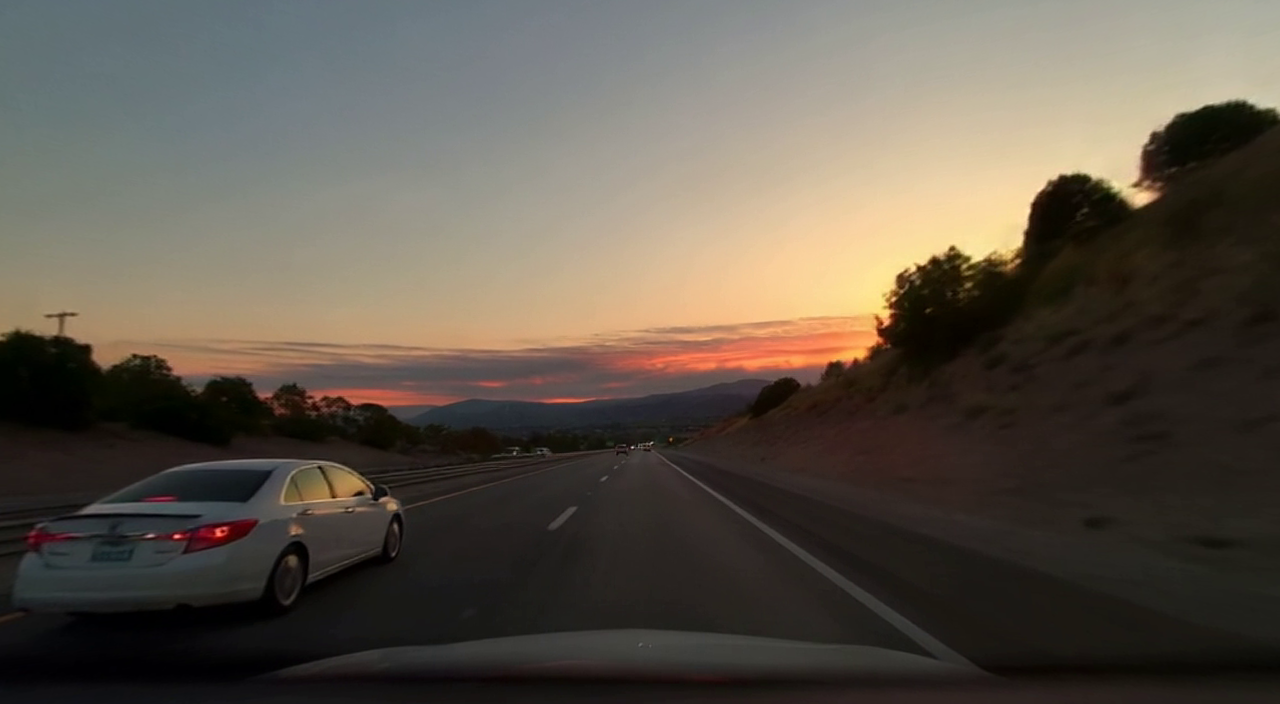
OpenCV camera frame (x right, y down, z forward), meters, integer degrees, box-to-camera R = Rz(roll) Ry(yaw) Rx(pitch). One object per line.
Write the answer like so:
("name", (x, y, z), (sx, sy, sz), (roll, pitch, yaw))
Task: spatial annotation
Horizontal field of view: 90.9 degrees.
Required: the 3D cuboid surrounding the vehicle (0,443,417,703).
("vehicle", (-3.576, 1.369, 4.760), (2.096, 1.343, 4.503), (0, -8, 1))
